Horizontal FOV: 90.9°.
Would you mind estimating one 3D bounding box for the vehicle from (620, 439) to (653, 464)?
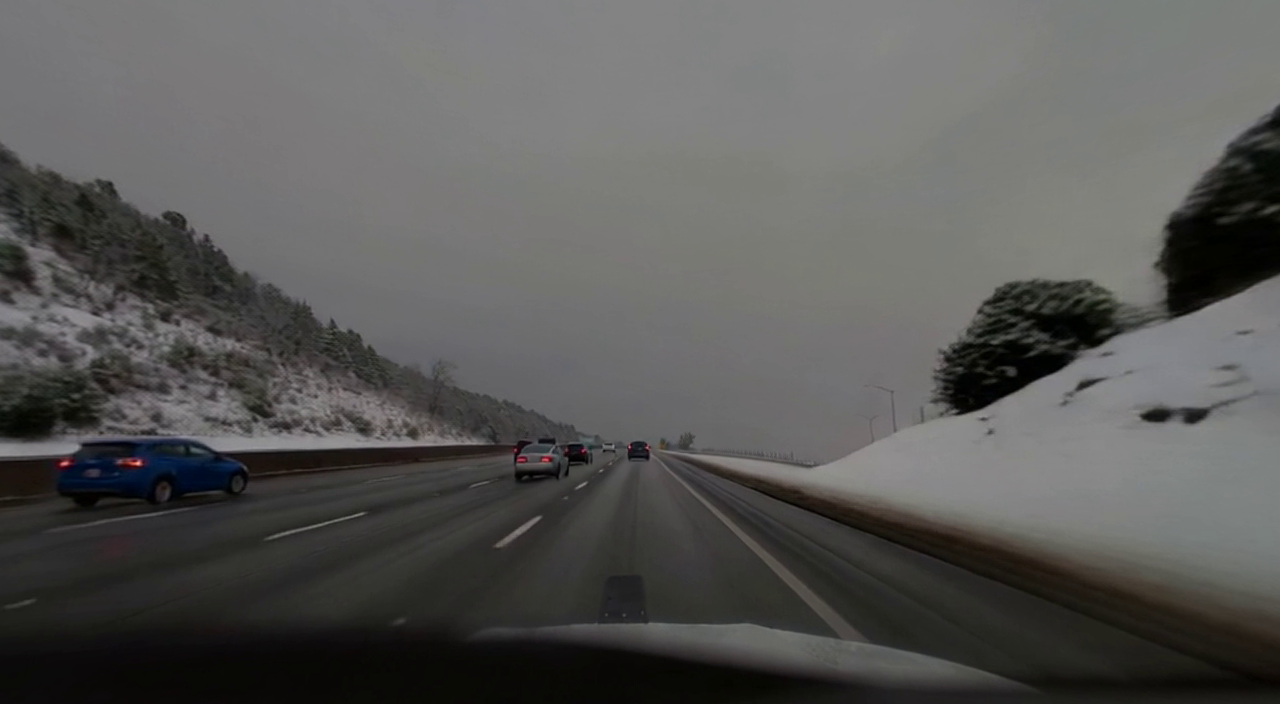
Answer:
[{"bbox_3d":[-0.242,6.905,43.980,2.138,1.674,4.044,0,-8,0],"label":"vehicle"}]

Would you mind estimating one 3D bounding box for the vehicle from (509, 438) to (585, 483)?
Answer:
[{"bbox_3d":[-3.391,4.071,23.953,2.080,1.505,4.649,-1,-8,1],"label":"vehicle"}]

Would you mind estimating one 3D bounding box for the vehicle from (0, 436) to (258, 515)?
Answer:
[{"bbox_3d":[-11.337,2.711,14.513,1.945,1.466,4.947,0,-8,1],"label":"vehicle"}]
